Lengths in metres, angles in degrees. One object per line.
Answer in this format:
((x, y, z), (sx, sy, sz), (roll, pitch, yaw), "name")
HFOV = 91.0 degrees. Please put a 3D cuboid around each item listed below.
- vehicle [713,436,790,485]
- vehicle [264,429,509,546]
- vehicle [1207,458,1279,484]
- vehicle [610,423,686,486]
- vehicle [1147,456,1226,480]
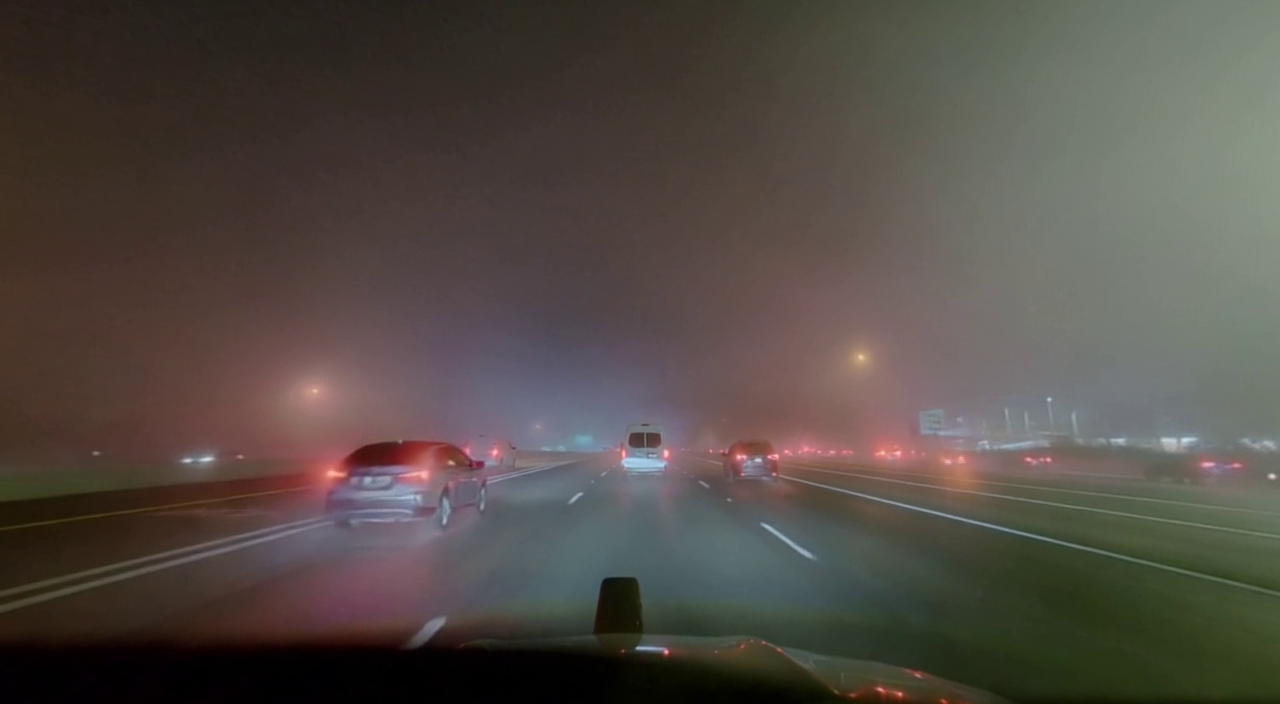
((4.127, 4.120, 24.144), (2.146, 1.678, 4.489), (0, -9, 0), "vehicle")
((-3.890, 2.173, 10.856), (2.173, 1.542, 4.781), (0, -9, 1), "vehicle")
((37.424, 7.261, 38.396), (3.668, 1.460, 1.751), (-1, -9, 11), "vehicle")
((0.248, 3.736, 23.169), (2.509, 2.062, 4.639), (0, -9, 0), "vehicle")
((37.936, 8.067, 43.745), (3.659, 1.460, 1.731), (-3, -8, 6), "vehicle")
